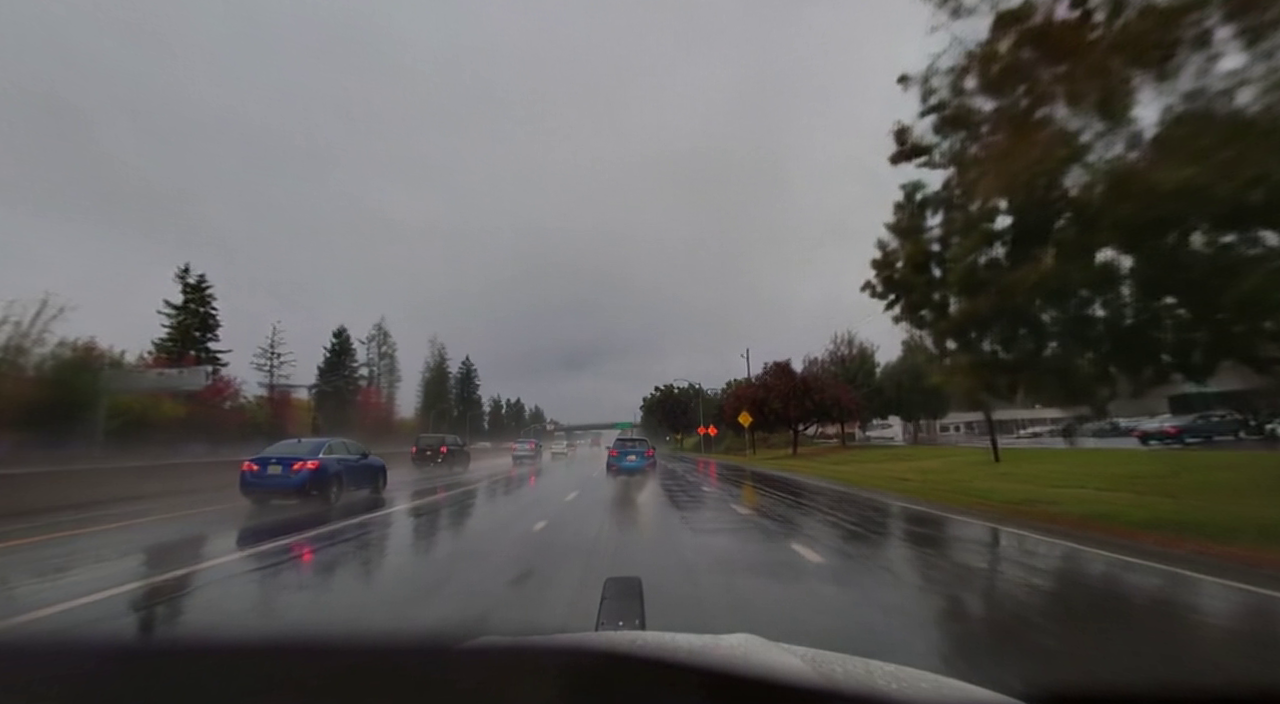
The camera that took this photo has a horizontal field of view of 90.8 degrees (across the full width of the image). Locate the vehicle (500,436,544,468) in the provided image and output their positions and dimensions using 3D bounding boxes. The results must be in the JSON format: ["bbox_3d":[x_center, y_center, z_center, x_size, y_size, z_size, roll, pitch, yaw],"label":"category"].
[{"bbox_3d":[-6.984,5.942,37.643,1.914,1.756,4.179,0,-8,-2],"label":"vehicle"}]

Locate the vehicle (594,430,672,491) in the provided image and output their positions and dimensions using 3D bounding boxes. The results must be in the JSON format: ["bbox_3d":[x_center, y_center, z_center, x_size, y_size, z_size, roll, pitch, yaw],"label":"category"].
[{"bbox_3d":[-0.205,3.296,19.562,2.140,1.653,4.108,0,-8,0],"label":"vehicle"}]

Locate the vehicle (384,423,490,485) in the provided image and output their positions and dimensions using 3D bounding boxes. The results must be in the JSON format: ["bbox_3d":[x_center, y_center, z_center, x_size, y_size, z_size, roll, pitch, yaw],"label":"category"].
[{"bbox_3d":[-6.950,3.560,22.320,2.144,1.905,4.967,0,-8,0],"label":"vehicle"}]

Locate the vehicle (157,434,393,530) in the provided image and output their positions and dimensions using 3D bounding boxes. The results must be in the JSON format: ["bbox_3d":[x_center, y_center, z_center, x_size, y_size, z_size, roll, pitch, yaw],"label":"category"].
[{"bbox_3d":[-6.660,2.384,12.283,1.900,1.483,4.547,0,-8,-1],"label":"vehicle"}]
